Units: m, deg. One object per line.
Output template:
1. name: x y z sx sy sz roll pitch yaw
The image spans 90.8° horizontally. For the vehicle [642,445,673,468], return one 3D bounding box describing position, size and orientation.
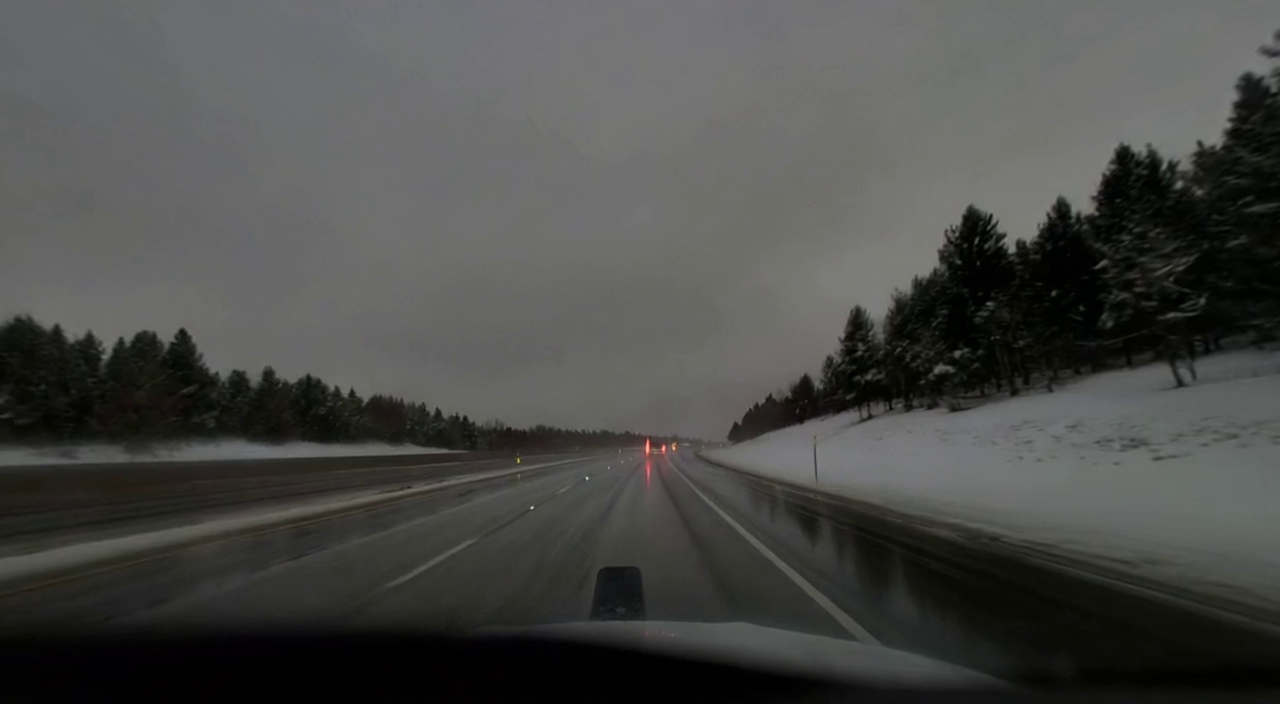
1. vehicle: 1.314 7.730 46.949 2.221 1.603 4.149 0 -9 2
